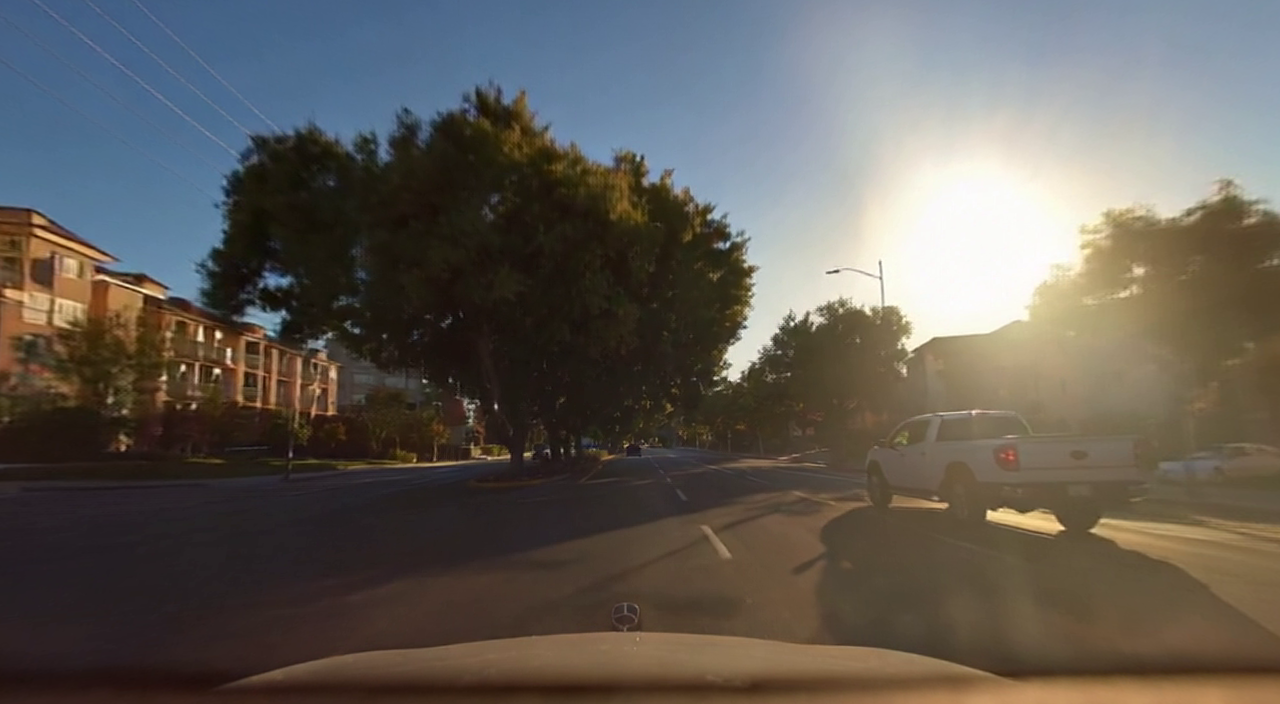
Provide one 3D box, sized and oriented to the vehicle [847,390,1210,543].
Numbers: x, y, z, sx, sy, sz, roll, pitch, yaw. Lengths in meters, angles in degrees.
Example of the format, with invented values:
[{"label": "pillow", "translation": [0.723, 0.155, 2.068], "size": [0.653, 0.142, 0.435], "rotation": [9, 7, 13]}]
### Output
[{"label": "vehicle", "translation": [6.034, 1.935, 11.278], "size": [2.493, 1.956, 6.125], "rotation": [0, -9, -1]}]
